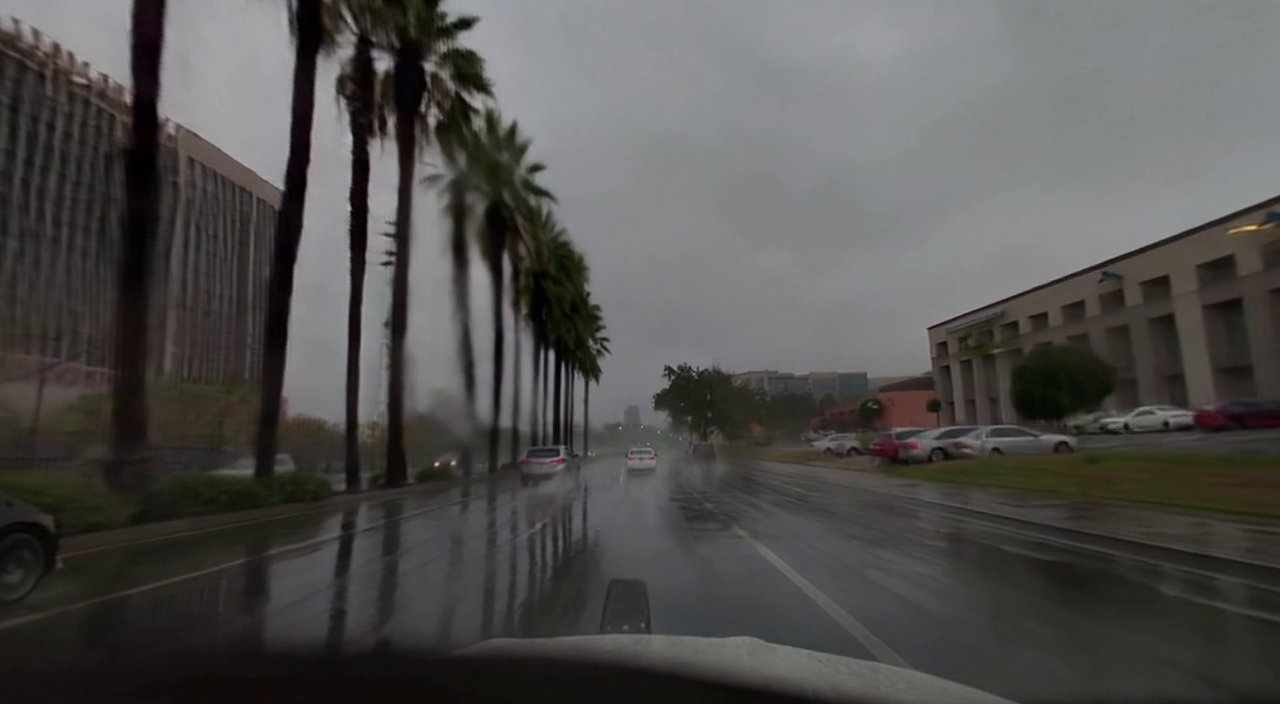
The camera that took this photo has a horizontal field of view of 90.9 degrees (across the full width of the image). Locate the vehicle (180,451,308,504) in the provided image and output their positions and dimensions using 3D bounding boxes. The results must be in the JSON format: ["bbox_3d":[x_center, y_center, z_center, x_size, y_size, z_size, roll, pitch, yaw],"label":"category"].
[{"bbox_3d":[-14.247,4.499,23.037,1.841,1.697,4.289,0,-9,1],"label":"vehicle"}]

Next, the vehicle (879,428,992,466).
[{"bbox_3d":[12.151,3.920,25.924,4.284,1.450,1.927,5,-10,-28],"label":"vehicle"}]

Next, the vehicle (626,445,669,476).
[{"bbox_3d":[0.380,5.670,33.211,2.147,1.507,3.953,0,-9,1],"label":"vehicle"}]

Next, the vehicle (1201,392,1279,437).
[{"bbox_3d":[23.324,2.442,23.950,4.576,1.511,1.801,6,-10,-34],"label":"vehicle"}]

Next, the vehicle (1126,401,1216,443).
[{"bbox_3d":[23.327,3.060,27.634,4.049,1.503,1.847,2,-12,-36],"label":"vehicle"}]

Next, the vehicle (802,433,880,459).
[{"bbox_3d":[12.322,5.785,38.606,4.378,1.463,1.824,5,-9,-23],"label":"vehicle"}]

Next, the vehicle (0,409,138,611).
[{"bbox_3d":[-6.583,1.234,4.587,2.030,1.730,4.506,0,-9,1],"label":"vehicle"}]

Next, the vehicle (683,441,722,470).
[{"bbox_3d":[4.076,6.838,41.808,2.108,1.785,4.334,0,-9,-1],"label":"vehicle"}]

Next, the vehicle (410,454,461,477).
[{"bbox_3d":[-14.023,7.822,43.572,1.923,1.454,4.520,0,-9,1],"label":"vehicle"}]

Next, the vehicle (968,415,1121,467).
[{"bbox_3d":[12.747,2.796,19.824,4.749,1.457,1.806,3,-11,-28],"label":"vehicle"}]

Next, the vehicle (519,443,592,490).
[{"bbox_3d":[-2.921,4.076,22.786,1.908,1.505,4.369,0,-9,2],"label":"vehicle"}]
